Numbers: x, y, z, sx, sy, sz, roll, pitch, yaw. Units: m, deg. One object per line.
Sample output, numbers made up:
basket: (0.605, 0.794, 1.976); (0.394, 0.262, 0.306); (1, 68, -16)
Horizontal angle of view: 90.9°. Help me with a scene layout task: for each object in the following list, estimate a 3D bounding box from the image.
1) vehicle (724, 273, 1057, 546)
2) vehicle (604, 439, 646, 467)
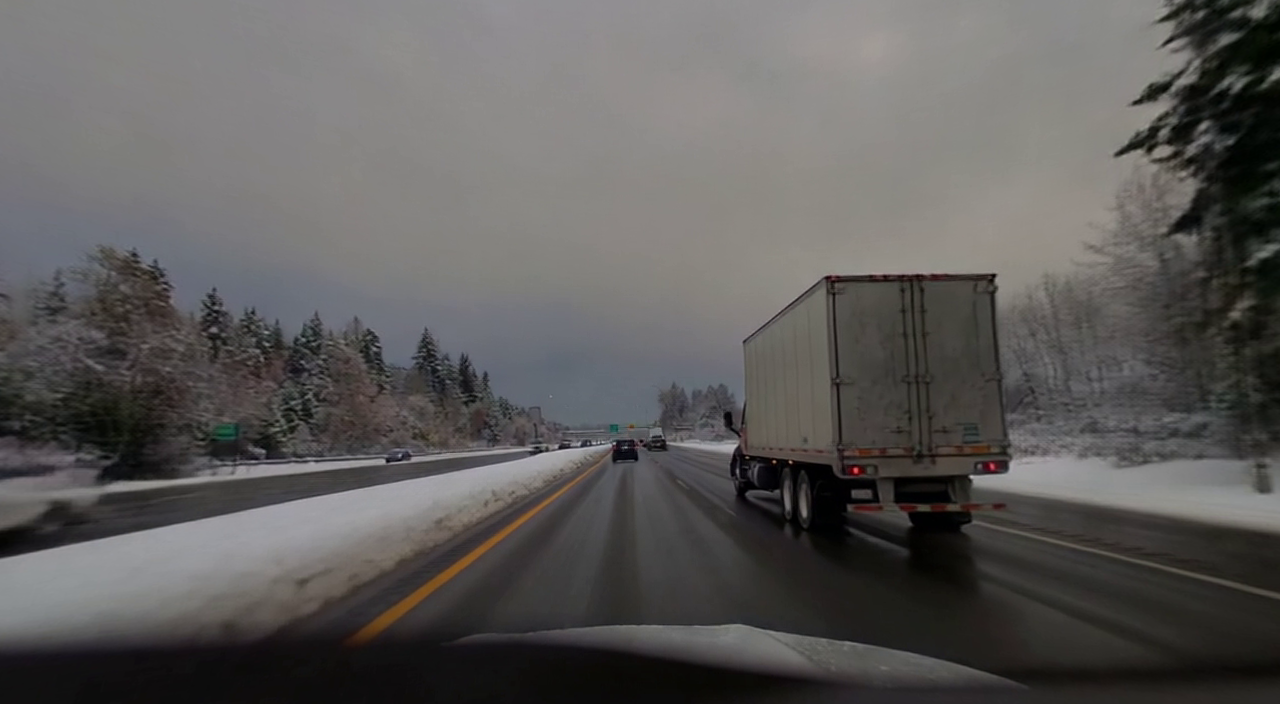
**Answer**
vehicle: (3.738, 1.237, 12.251); (2.921, 3.526, 8.207); (0, -8, -1)
vehicle: (-0.837, 5.660, 35.743); (2.259, 1.466, 3.693); (0, -8, -1)
